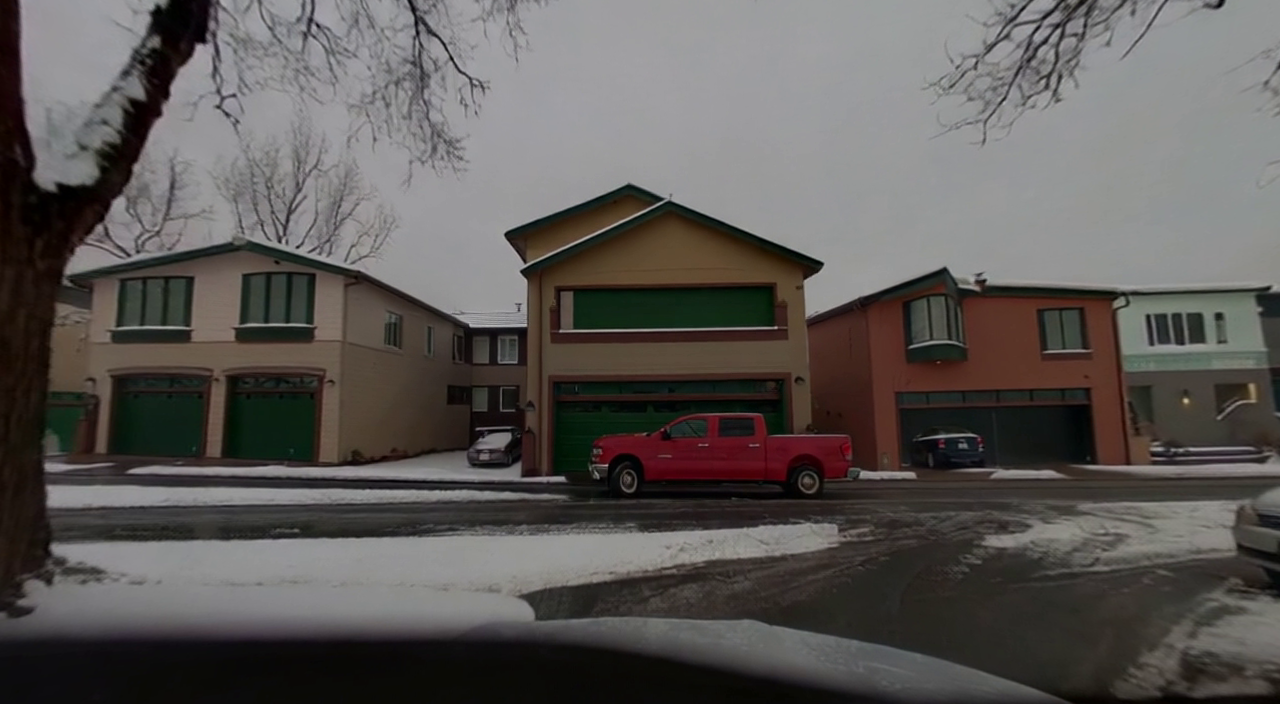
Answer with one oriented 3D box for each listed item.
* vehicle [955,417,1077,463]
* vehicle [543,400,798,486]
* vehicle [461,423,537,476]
[{"bbox_3d":[15.239,3.610,25.704,3.770,1.496,1.951,4,-10,1],"label":"vehicle"},{"bbox_3d":[0.661,2.160,15.013,5.600,1.835,2.161,0,-8,0],"label":"vehicle"},{"bbox_3d":[-5.098,3.523,23.275,1.869,1.460,3.826,-4,-3,0],"label":"vehicle"}]
